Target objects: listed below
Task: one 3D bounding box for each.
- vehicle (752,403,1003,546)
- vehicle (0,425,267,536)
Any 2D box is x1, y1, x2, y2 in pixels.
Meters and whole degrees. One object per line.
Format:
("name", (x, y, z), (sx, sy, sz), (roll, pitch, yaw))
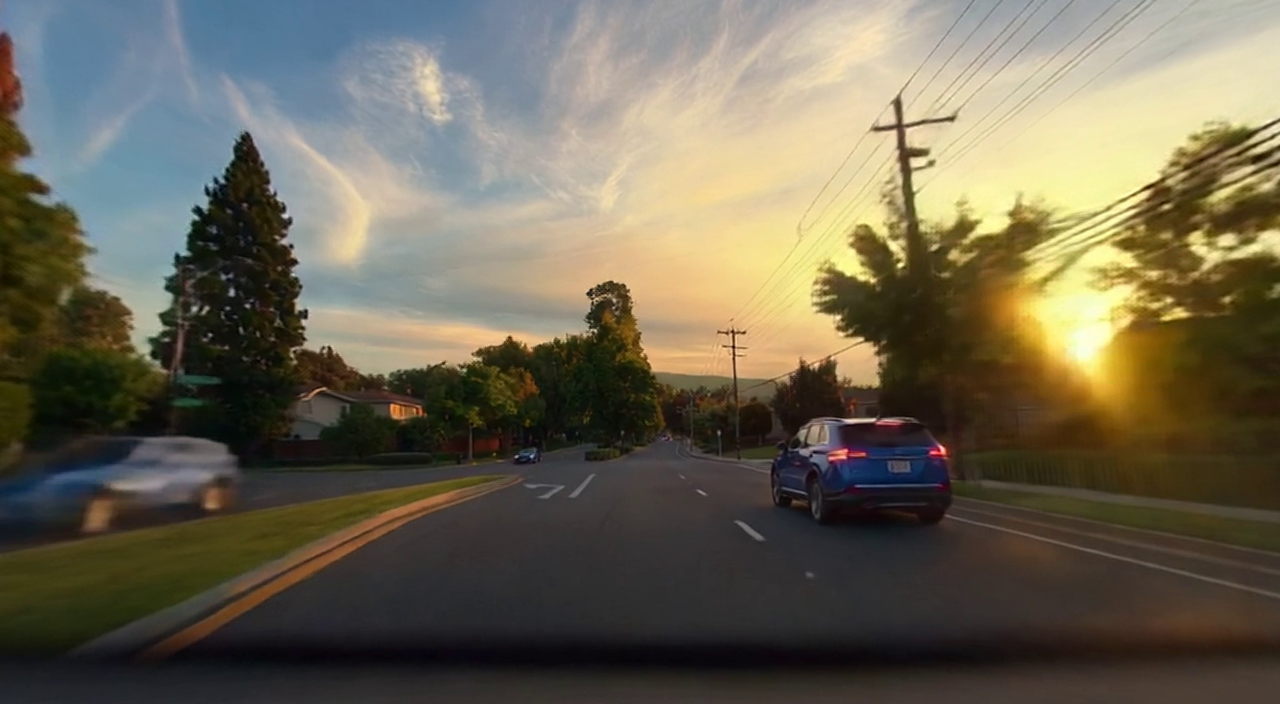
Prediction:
("vehicle", (3.428, 1.901, 10.405), (2.193, 1.777, 4.772), (0, -9, -1))
("vehicle", (-9.879, 2.408, 12.486), (2.075, 1.739, 4.864), (0, -9, -1))
